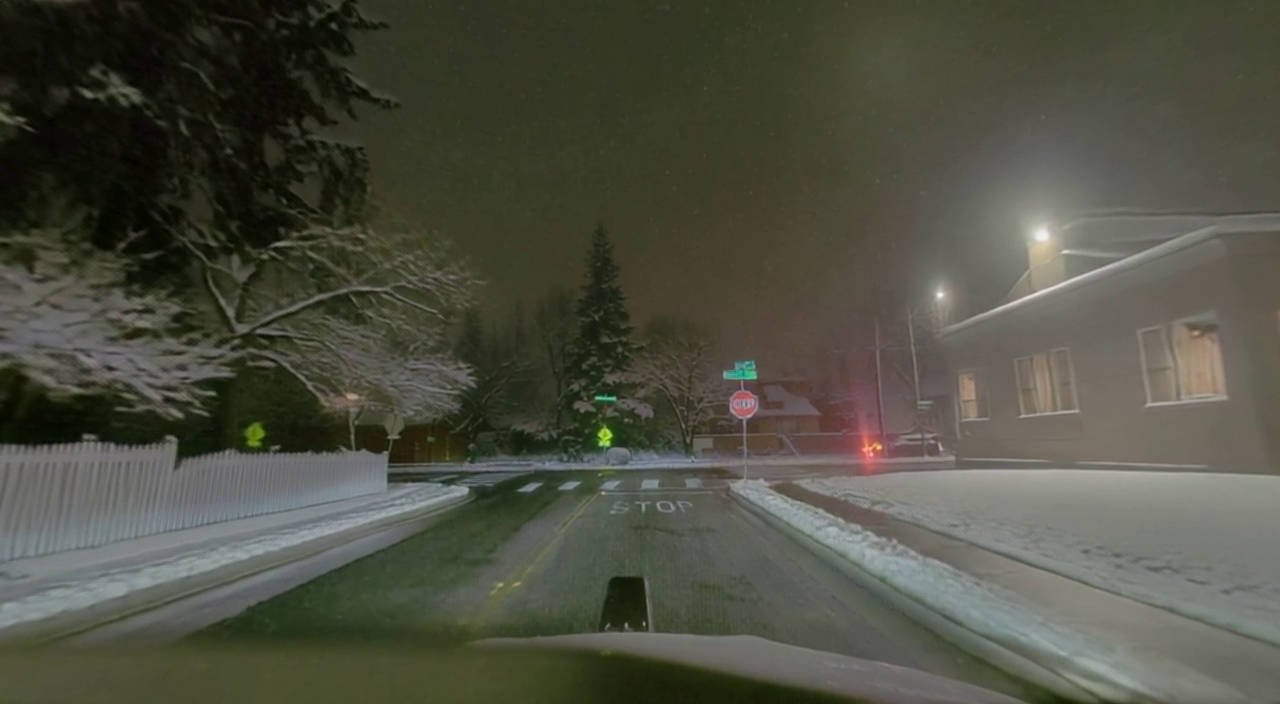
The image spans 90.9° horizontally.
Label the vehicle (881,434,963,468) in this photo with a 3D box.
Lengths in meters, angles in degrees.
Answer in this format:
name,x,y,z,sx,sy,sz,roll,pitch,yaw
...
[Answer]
name,x,y,z,sx,sy,sz,roll,pitch,yaw
vehicle,18.994,6.673,42.597,2.395,2.164,4.475,5,-9,-26
